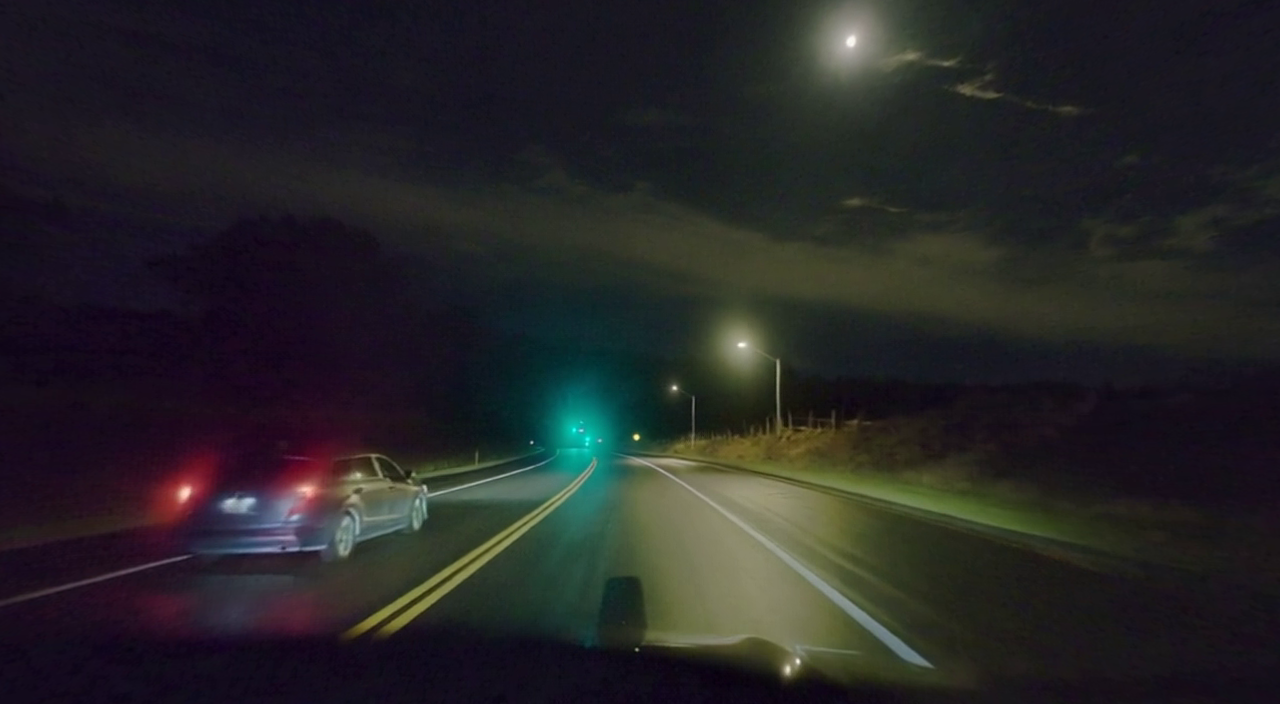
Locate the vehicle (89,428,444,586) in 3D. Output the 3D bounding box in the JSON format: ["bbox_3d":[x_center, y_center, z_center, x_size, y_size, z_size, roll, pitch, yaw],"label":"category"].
[{"bbox_3d":[-4.319,1.833,8.387,1.968,1.503,4.443,0,-8,0],"label":"vehicle"}]
